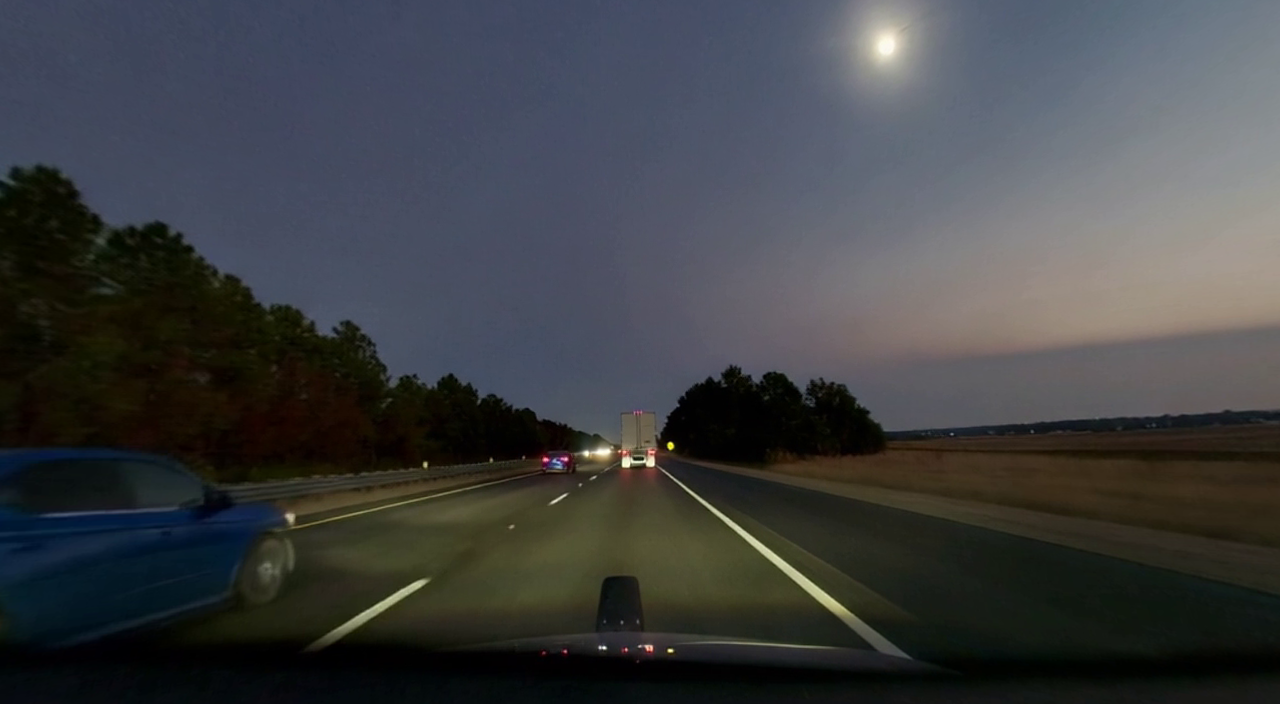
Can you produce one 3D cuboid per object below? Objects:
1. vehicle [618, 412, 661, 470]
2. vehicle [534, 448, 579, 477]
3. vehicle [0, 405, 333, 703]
[{"bbox_3d":[-0.071,7.120,49.874,2.995,4.028,10.508,0,-9,0],"label":"vehicle"},{"bbox_3d":[-4.469,5.992,34.416,1.937,1.493,3.779,0,-9,0],"label":"vehicle"},{"bbox_3d":[-4.007,1.101,3.538,2.031,1.496,4.971,0,-9,0],"label":"vehicle"}]
